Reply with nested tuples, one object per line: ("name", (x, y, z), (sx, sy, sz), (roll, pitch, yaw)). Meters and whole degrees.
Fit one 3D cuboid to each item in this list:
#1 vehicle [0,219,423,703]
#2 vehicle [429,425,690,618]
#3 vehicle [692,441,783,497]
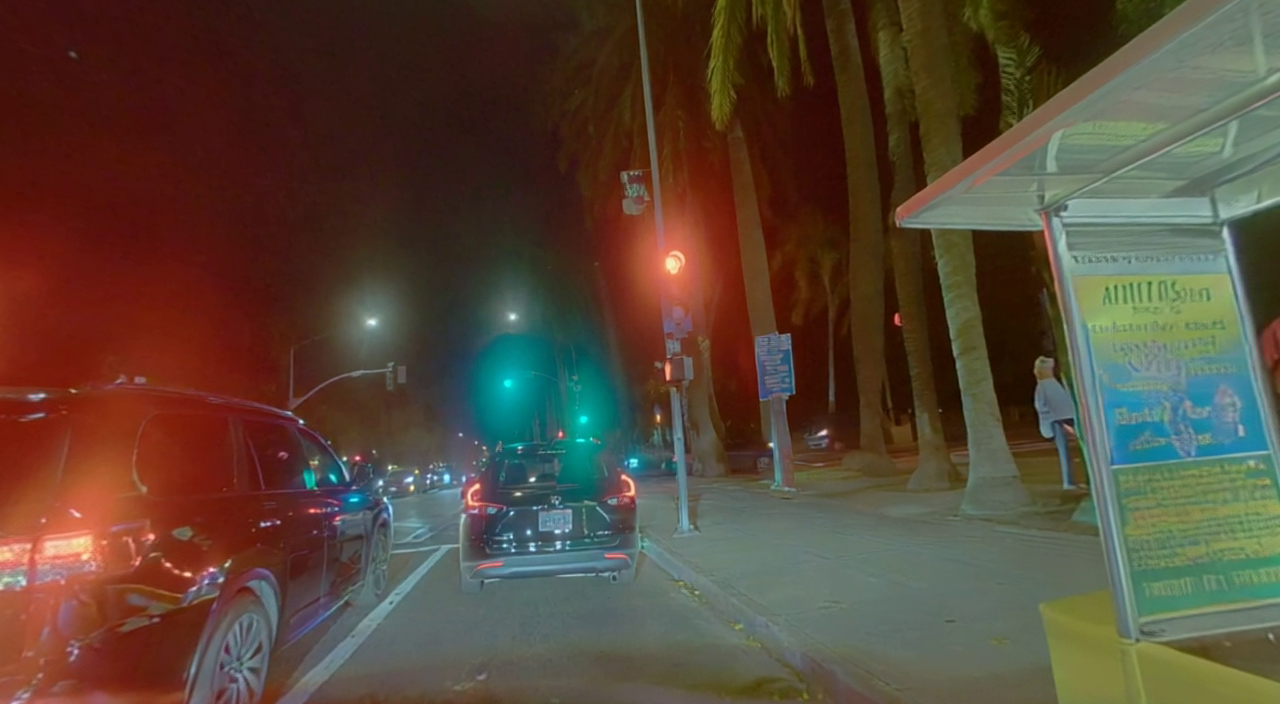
("vehicle", (-2.761, 0.924, 3.334), (2.098, 1.851, 4.571), (1, -9, -7))
("vehicle", (-1.013, 1.649, 7.218), (2.065, 1.467, 4.289), (2, -9, -11))
("vehicle", (4.916, 5.926, 32.149), (3.987, 1.636, 1.903), (12, 7, -8))
